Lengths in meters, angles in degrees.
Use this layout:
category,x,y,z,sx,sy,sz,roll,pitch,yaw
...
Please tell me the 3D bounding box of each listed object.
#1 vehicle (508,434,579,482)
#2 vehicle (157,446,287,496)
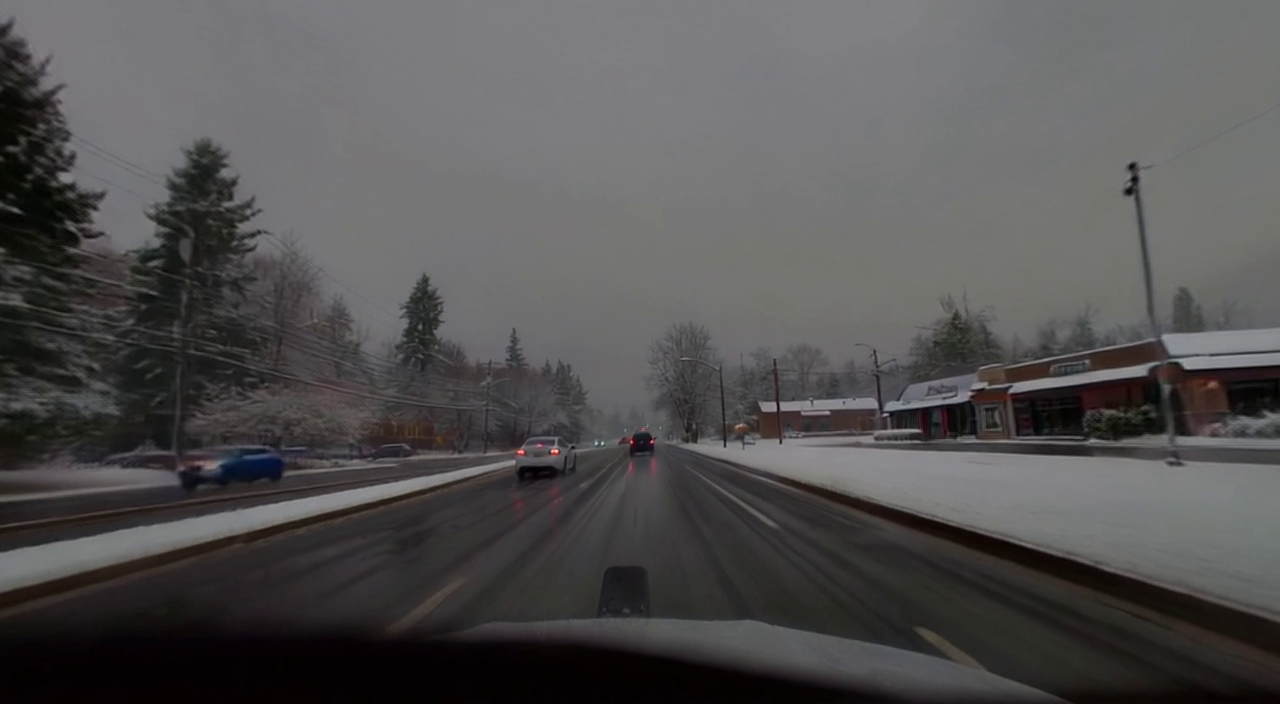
category,x,y,z,sx,sy,sz,roll,pitch,yaw
vehicle,-3.529,3.980,23.927,1.914,1.630,4.351,0,-8,1
vehicle,-15.870,4.487,24.273,1.884,1.714,4.450,0,-8,0
